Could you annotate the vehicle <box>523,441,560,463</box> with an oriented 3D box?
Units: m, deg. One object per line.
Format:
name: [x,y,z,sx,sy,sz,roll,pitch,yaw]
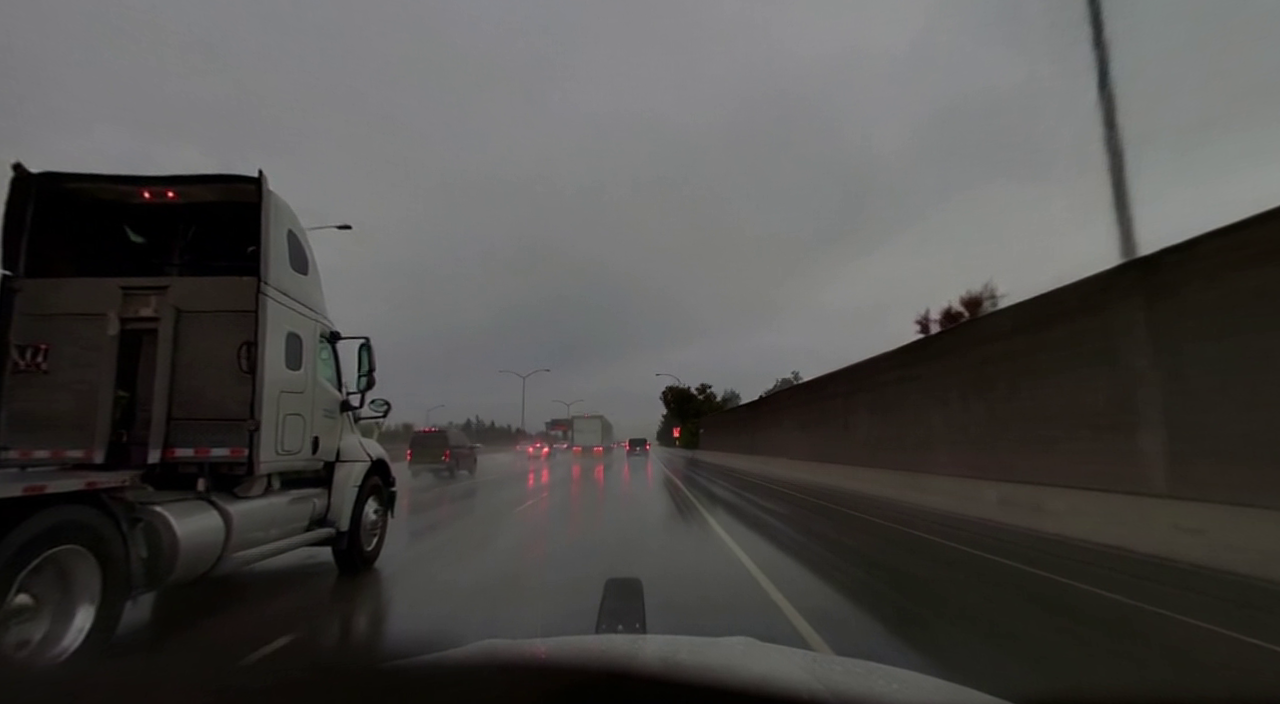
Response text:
vehicle: [-7.248,7.397,46.706,1.962,1.489,4.002,0,-8,1]

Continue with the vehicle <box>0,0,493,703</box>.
vehicle: [-3.807,0.465,4.778,3.025,3.266,9.256,0,-8,1]

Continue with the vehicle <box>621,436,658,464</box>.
vehicle: [-0.031,6.177,39.688,2.178,1.640,4.071,0,-8,0]

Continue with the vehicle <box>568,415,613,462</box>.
vehicle: [-3.697,6.826,49.348,2.956,3.331,9.575,0,-8,-1]
